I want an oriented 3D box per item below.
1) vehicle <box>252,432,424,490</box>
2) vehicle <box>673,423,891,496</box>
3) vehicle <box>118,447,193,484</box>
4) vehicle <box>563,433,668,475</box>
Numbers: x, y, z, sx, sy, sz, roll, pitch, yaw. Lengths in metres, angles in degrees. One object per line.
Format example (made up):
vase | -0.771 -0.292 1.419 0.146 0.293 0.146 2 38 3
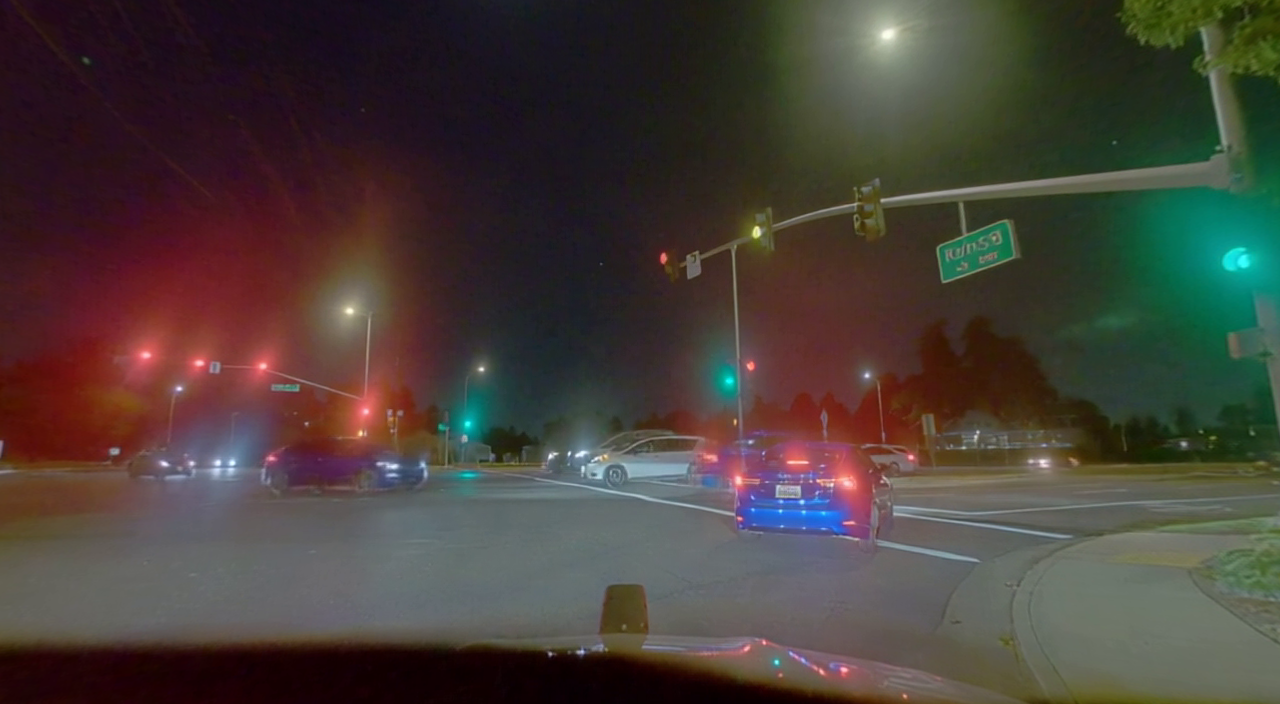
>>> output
vehicle | -8.828 3.131 18.369 4.826 1.484 2.000 -5 -10 28
vehicle | 3.844 2.952 17.587 5.332 1.807 2.450 2 -9 -13
vehicle | -21.604 4.962 28.007 1.953 1.462 4.589 8 -12 -44
vehicle | -1.081 4.585 28.519 4.360 1.749 1.895 4 -10 -29
